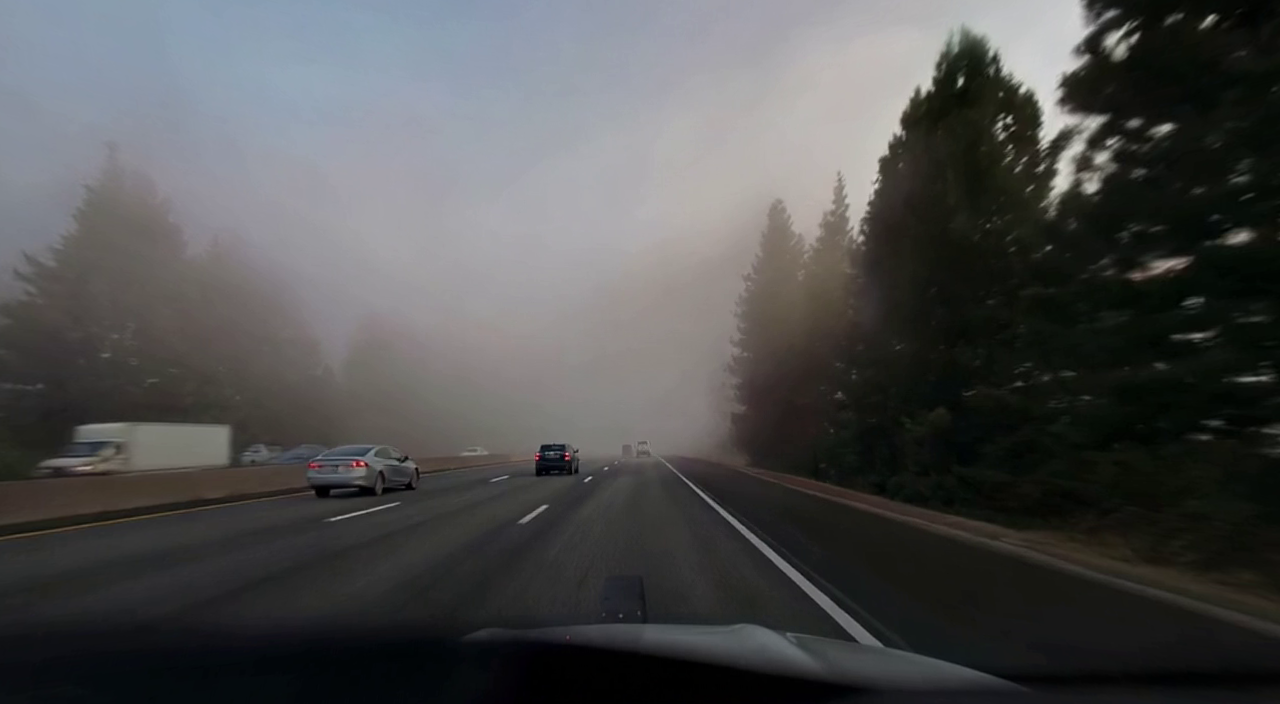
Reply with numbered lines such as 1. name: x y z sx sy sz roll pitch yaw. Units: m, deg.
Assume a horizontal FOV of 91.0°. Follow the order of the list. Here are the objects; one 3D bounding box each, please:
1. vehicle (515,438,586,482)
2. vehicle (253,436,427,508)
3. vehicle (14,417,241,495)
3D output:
1. vehicle: -3.506 4.349 25.594 2.083 1.588 4.801 0 -9 1
2. vehicle: -7.181 2.911 15.779 2.034 1.523 4.627 0 -9 1
3. vehicle: -19.560 4.041 24.827 2.857 2.607 7.051 0 -9 1
